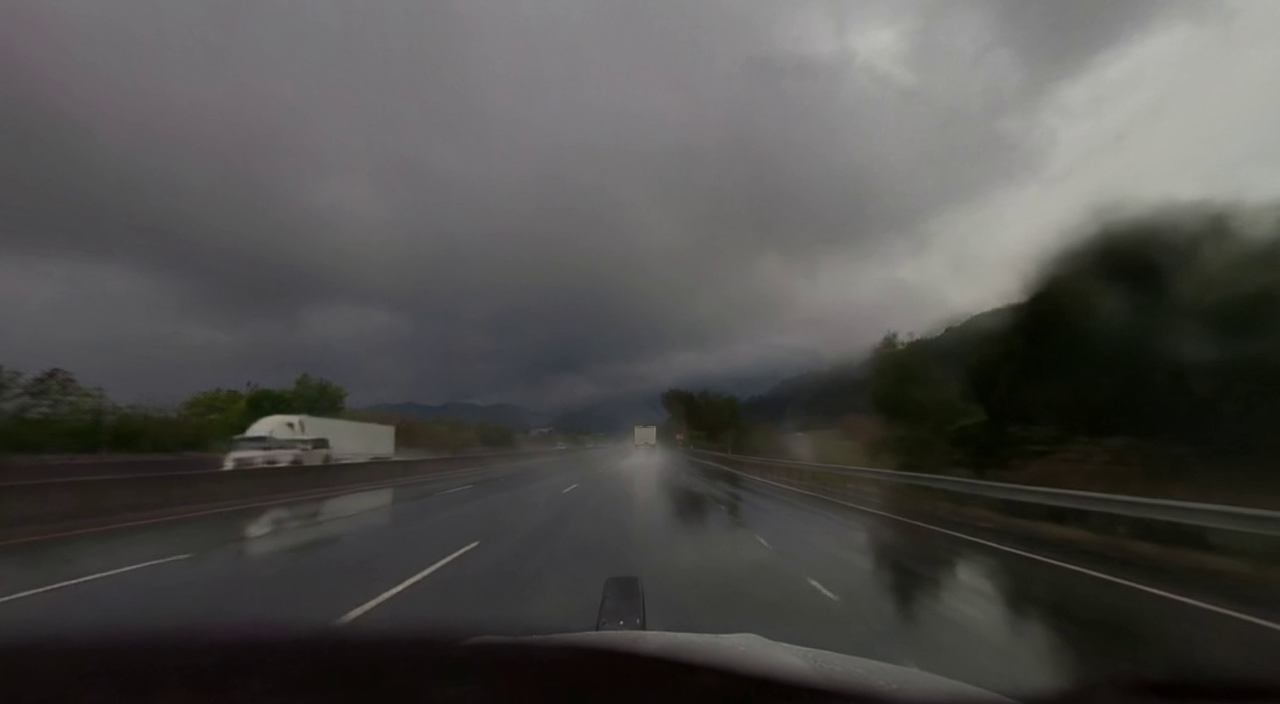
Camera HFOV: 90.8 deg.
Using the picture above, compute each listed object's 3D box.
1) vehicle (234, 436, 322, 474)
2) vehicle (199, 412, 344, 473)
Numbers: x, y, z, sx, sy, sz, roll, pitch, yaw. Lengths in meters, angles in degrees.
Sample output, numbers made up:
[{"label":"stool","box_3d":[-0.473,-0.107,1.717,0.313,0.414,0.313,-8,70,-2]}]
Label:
[{"label":"vehicle","box_3d":[-20.296,5.816,35.698,1.959,1.963,5.027,-1,-9,0]},{"label":"vehicle","box_3d":[-24.611,6.290,43.247,3.204,3.578,11.064,-1,-9,0]}]
